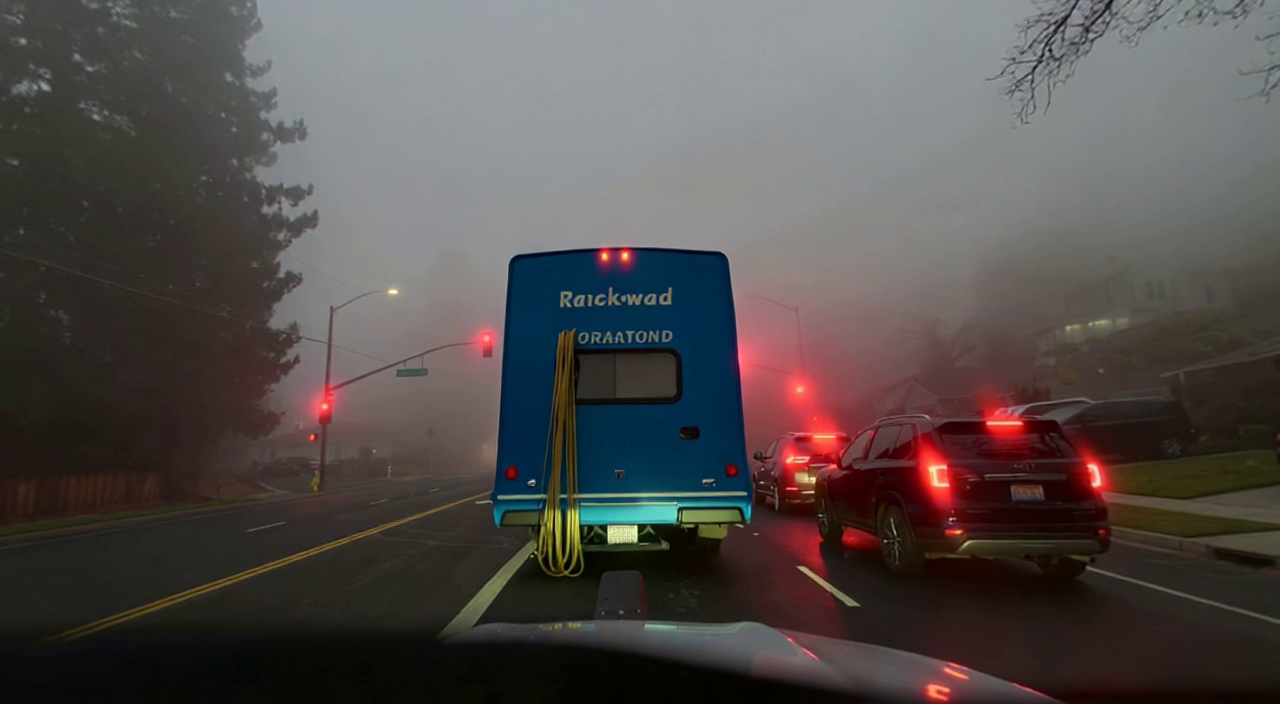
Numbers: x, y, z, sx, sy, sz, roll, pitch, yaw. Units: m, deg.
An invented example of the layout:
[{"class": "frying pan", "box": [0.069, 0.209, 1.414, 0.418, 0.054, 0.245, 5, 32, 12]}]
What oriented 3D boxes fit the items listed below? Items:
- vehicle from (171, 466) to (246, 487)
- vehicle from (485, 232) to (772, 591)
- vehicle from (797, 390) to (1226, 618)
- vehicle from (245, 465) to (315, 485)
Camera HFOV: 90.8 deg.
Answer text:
[{"class": "vehicle", "box": [-32.695, 9.406, 47.960, 4.311, 1.458, 1.707, 0, -9, -3]}, {"class": "vehicle", "box": [-0.110, 1.123, 10.275, 2.709, 3.511, 8.213, 0, -9, 0]}, {"class": "vehicle", "box": [3.410, 1.494, 7.129, 2.104, 1.735, 4.408, 0, -9, 0]}, {"class": "vehicle", "box": [-27.395, 9.358, 48.149, 4.187, 1.445, 1.809, 0, -9, 0]}]
